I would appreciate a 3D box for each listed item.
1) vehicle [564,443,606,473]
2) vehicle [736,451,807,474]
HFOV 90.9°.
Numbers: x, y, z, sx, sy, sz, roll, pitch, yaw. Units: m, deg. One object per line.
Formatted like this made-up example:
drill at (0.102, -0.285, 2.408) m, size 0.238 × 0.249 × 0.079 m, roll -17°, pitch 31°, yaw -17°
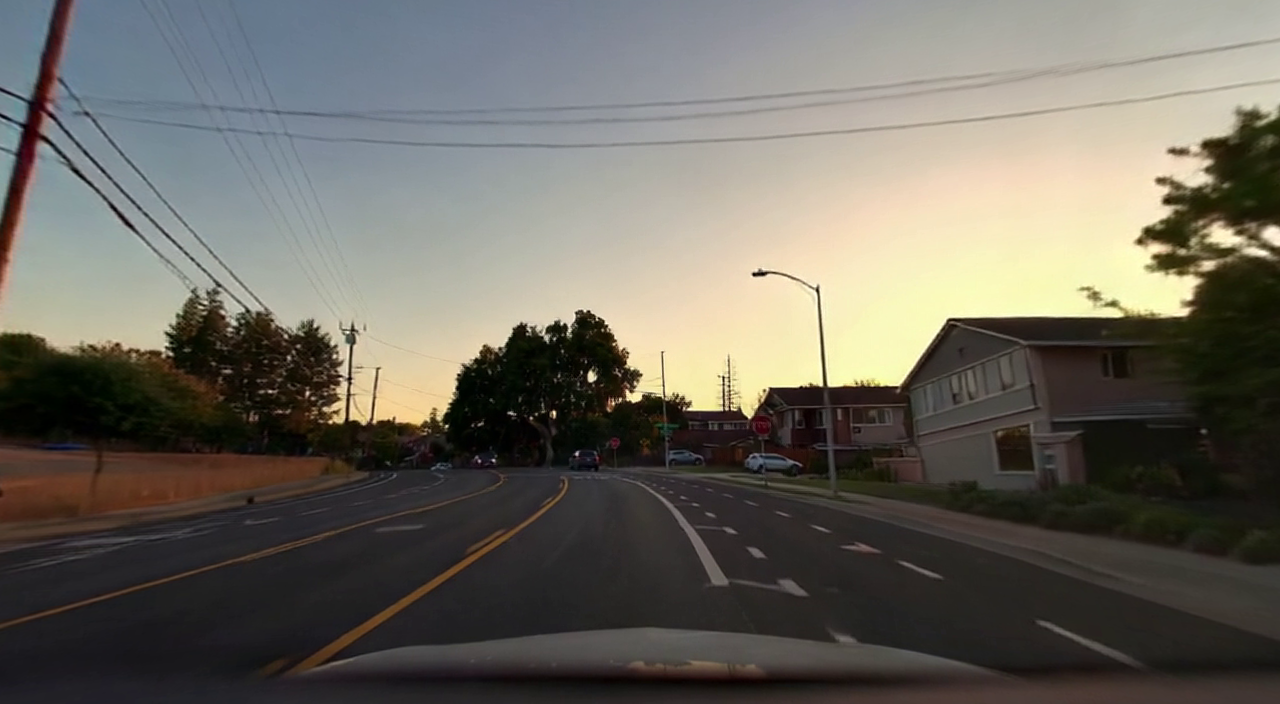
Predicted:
vehicle at (-3.816, 7.166, 42.909) m, size 2.284 × 1.741 × 4.702 m, roll 4°, pitch -8°, yaw -10°
vehicle at (9.184, 7.716, 44.158) m, size 4.383 × 1.508 × 1.884 m, roll 1°, pitch -8°, yaw -10°
